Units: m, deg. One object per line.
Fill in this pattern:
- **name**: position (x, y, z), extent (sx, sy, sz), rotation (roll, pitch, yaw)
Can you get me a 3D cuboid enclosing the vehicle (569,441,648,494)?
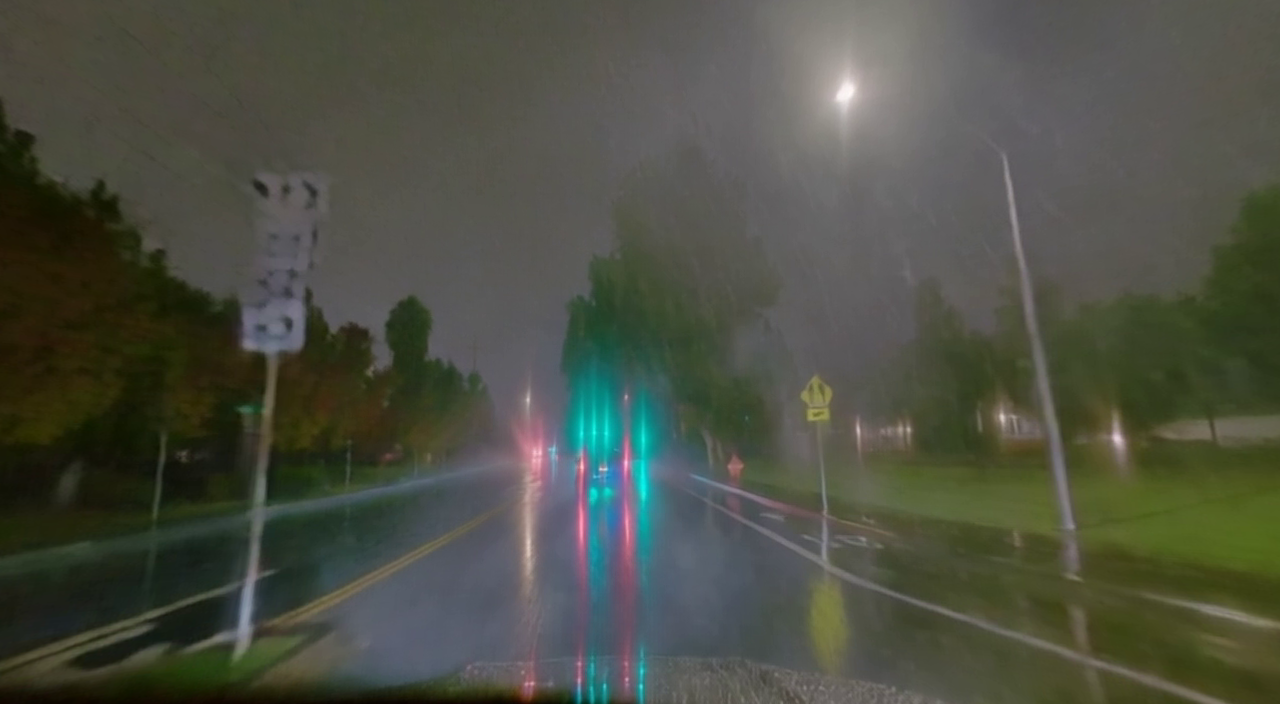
- **vehicle**: position (-0.996, 3.696, 20.650), extent (2.295, 1.510, 4.364), rotation (0, -9, -2)
